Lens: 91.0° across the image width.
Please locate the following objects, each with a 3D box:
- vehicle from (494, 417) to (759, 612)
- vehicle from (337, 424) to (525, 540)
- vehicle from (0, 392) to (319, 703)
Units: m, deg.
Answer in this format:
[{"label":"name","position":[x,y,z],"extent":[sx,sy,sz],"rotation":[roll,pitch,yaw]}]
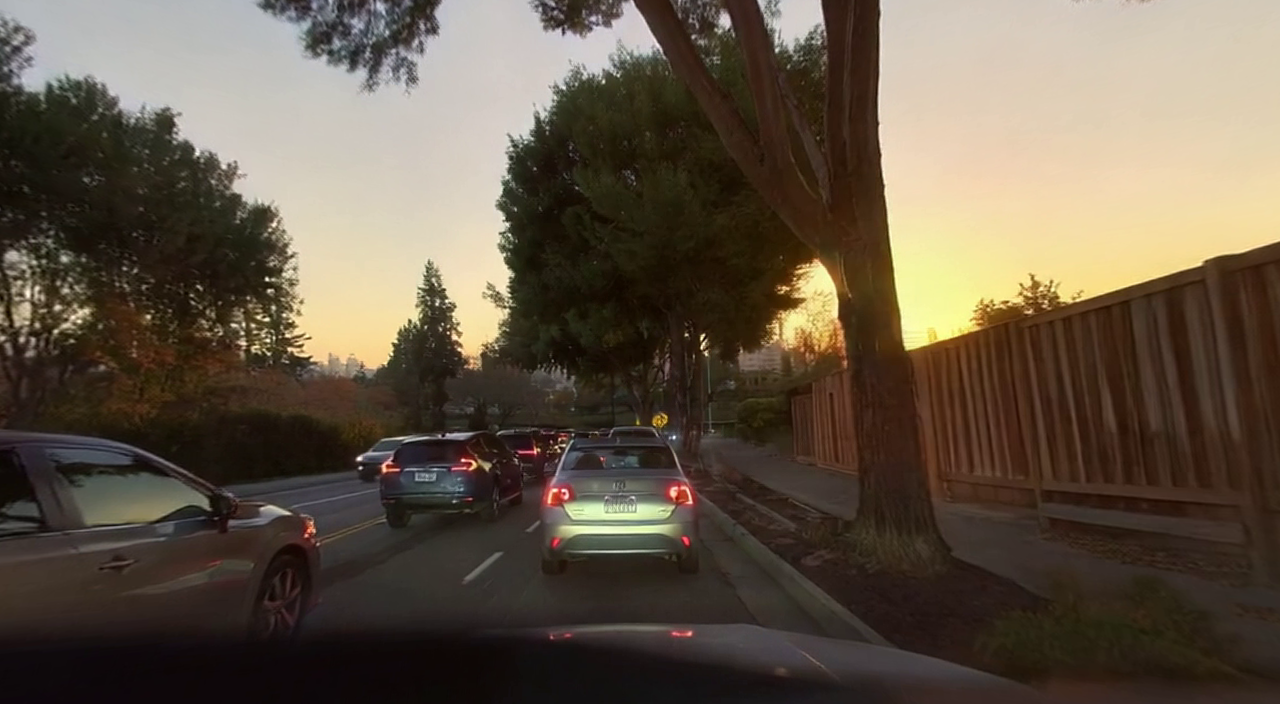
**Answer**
[{"label":"vehicle","position":[-0.137,1.522,6.768],"extent":[1.995,1.460,3.865],"rotation":[0,-8,-1]},{"label":"vehicle","position":[-3.230,2.064,10.578],"extent":[1.850,1.582,3.688],"rotation":[0,-8,0]},{"label":"vehicle","position":[-3.167,0.864,1.859],"extent":[1.980,1.520,4.636],"rotation":[0,-8,0]}]
